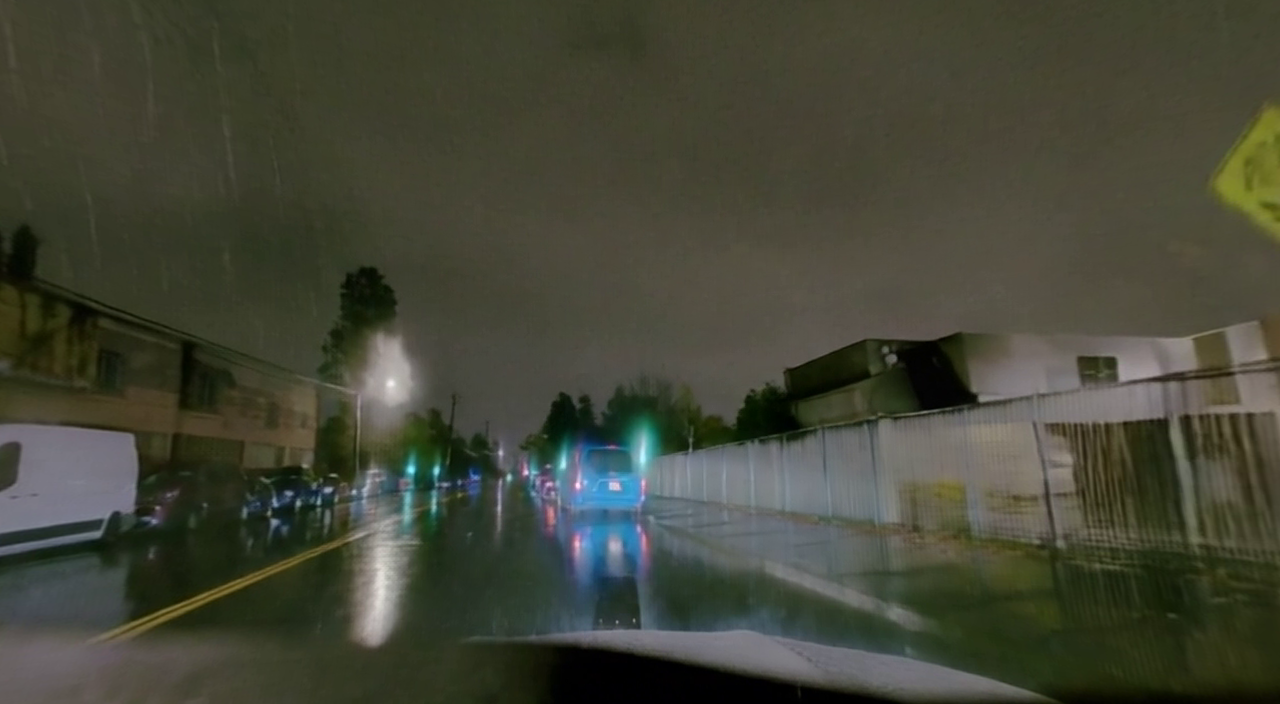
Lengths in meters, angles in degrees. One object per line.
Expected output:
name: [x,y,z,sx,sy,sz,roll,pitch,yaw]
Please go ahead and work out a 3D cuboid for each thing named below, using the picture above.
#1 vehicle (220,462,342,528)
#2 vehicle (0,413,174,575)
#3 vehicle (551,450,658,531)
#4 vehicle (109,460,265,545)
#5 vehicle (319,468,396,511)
vehicle: [-13.224,5.227,23.811,2.304,1.937,5.720,1,-9,-12]
vehicle: [-10.955,2.546,11.251,2.435,2.308,4.937,-2,-10,-13]
vehicle: [-1.300,4.057,19.407,2.327,2.021,5.850,2,-9,-12]
vehicle: [-12.071,3.952,17.218,1.857,1.908,4.081,2,-9,-12]
vehicle: [-15.322,7.436,34.677,2.504,1.919,5.658,2,-9,-10]
